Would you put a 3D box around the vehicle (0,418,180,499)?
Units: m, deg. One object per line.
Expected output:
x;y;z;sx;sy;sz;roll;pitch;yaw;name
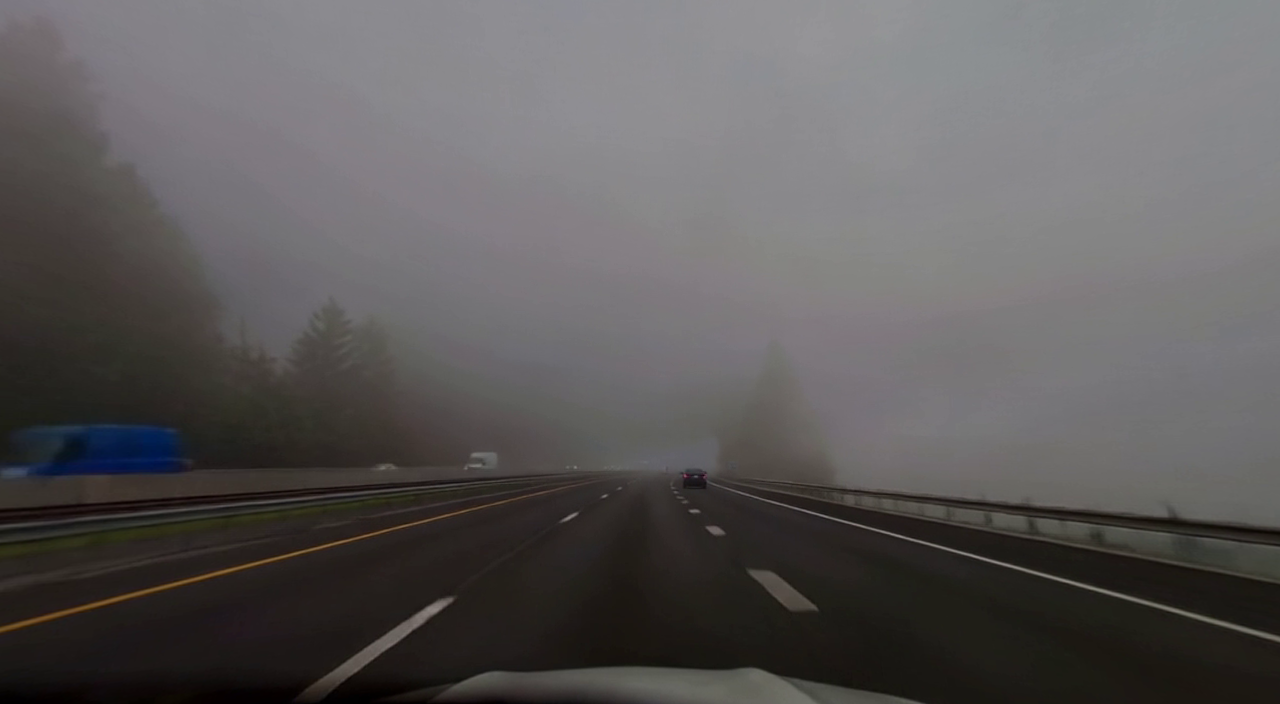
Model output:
-20.743;4.031;23.682;2.224;2.607;5.921;0;-11;1;vehicle
